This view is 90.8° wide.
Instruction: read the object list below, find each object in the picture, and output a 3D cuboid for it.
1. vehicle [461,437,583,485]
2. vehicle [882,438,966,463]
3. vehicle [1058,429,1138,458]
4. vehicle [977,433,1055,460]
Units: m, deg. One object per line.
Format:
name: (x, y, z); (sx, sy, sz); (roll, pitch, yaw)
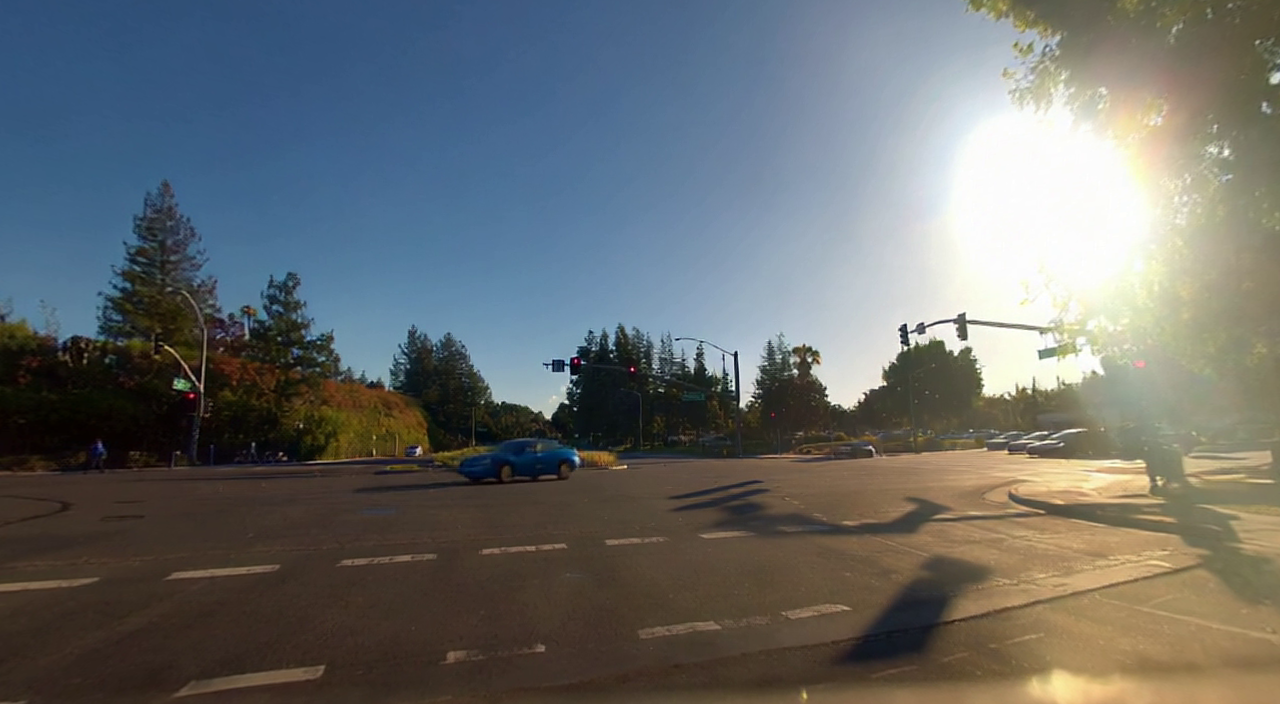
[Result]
vehicle: (-4.015, 3.741, 21.978); (1.740, 1.500, 3.896); (-8, -11, 41)
vehicle: (18.715, 6.457, 41.634); (5.234, 1.549, 1.982); (4, -9, -24)
vehicle: (36.095, 7.232, 49.737); (6.148, 2.119, 2.473); (4, -10, -28)
vehicle: (26.948, 6.754, 45.264); (5.032, 1.828, 2.183); (4, -9, -24)
